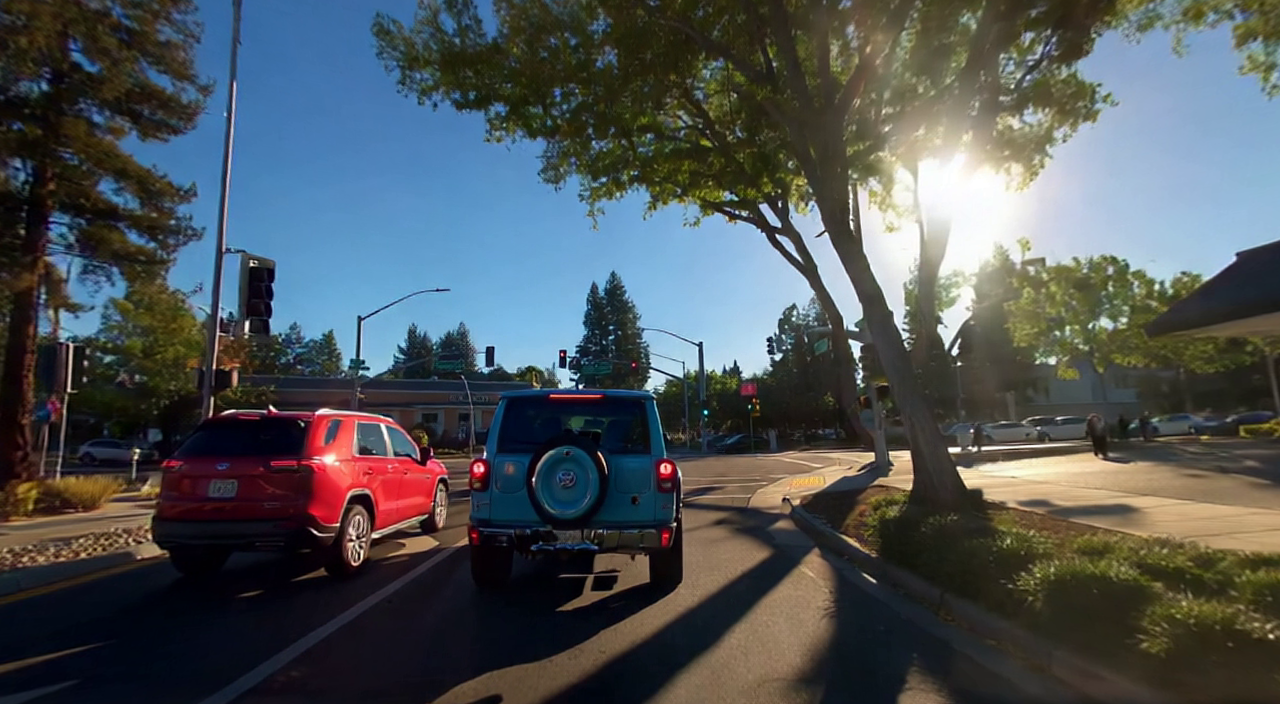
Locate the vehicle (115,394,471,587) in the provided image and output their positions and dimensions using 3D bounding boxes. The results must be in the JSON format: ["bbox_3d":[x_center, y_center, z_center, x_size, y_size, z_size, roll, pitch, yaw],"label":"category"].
[{"bbox_3d":[-3.912,1.652,8.338,2.130,1.819,4.497,0,-8,0],"label":"vehicle"}]

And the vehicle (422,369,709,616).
[{"bbox_3d":[-0.628,1.437,7.340,2.224,1.923,4.643,0,-8,-1],"label":"vehicle"}]

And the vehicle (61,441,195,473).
[{"bbox_3d":[-25.241,5.180,31.366,4.713,1.445,1.887,4,-9,-24],"label":"vehicle"}]
